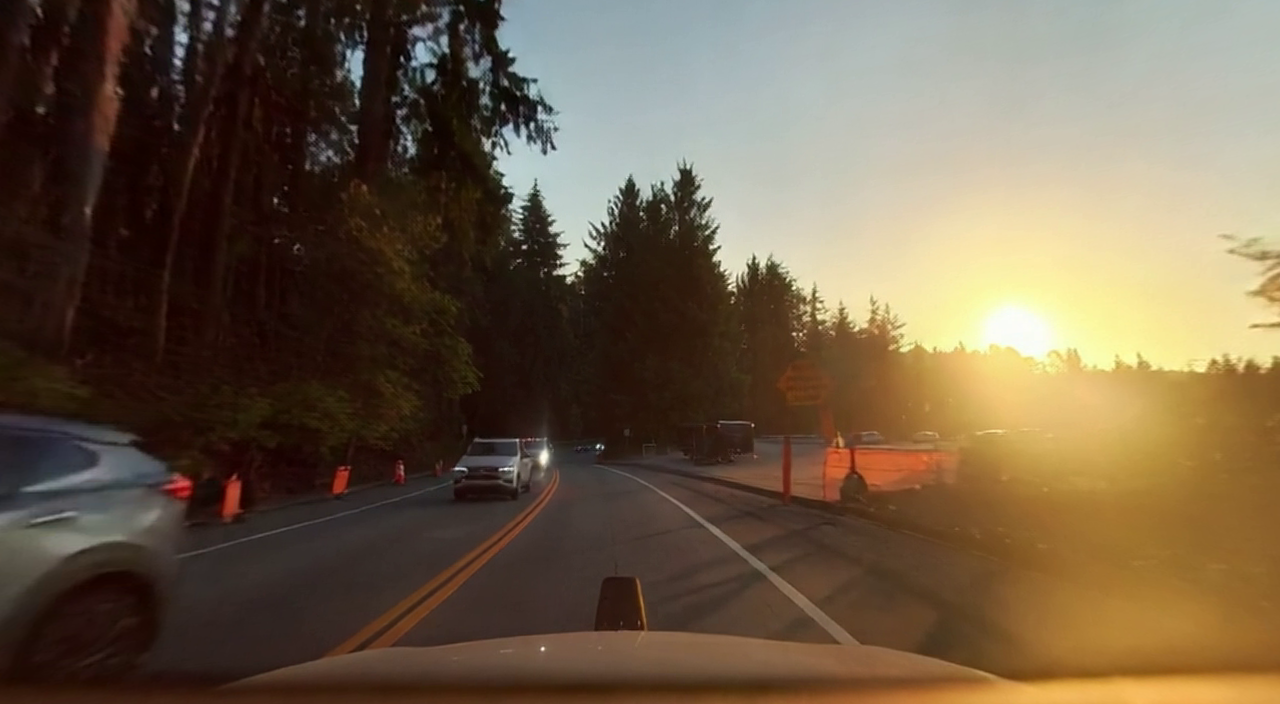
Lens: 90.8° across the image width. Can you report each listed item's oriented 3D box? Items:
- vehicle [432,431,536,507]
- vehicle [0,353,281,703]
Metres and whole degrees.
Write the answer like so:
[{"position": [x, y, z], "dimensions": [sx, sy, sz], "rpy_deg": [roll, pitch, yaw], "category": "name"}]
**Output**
[{"position": [-4.100, 3.123, 17.391], "dimensions": [2.057, 1.792, 4.457], "rpy_deg": [1, -9, -5], "category": "vehicle"}, {"position": [-3.619, 0.808, 2.054], "dimensions": [2.177, 1.721, 4.794], "rpy_deg": [0, -8, -2], "category": "vehicle"}]
